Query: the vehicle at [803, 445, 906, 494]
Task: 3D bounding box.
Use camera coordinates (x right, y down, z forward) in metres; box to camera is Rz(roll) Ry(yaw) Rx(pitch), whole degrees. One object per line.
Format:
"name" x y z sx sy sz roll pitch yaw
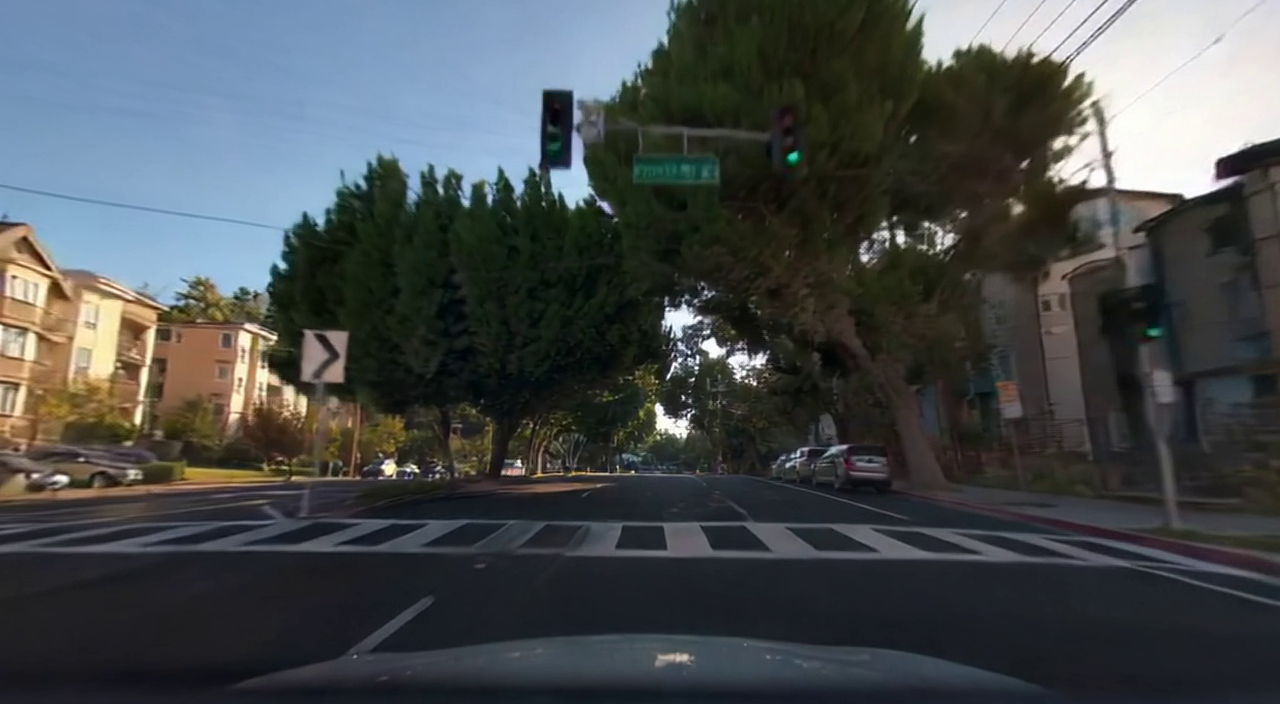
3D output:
"vehicle" 7.201 3.956 21.723 1.875 1.481 4.434 0 -8 -1
